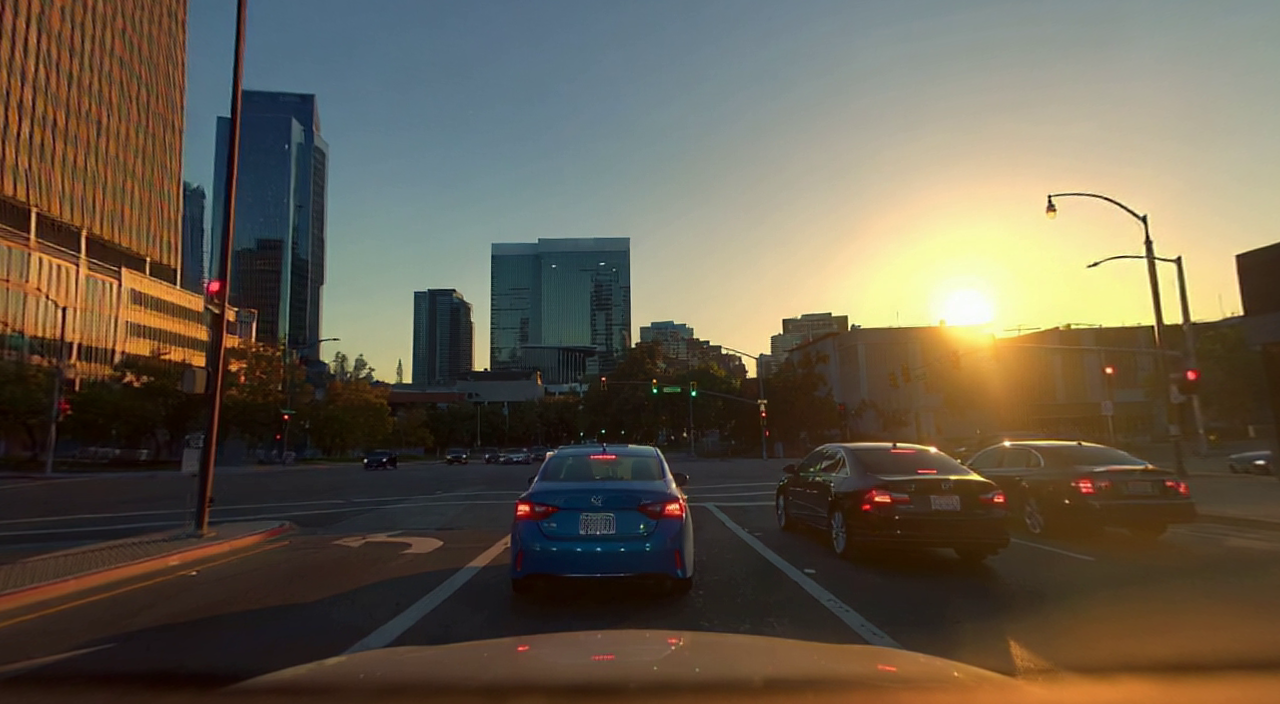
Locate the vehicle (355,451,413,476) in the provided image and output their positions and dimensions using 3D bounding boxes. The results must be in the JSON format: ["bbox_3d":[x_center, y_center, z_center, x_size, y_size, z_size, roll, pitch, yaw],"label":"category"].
[{"bbox_3d":[-16.900,7.362,41.910,2.048,1.463,4.530,0,-8,-1],"label":"vehicle"}]

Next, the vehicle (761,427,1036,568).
[{"bbox_3d":[3.218,1.889,8.973,2.042,1.508,4.109,0,-8,-2],"label":"vehicle"}]

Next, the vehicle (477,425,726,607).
[{"bbox_3d":[-0.365,1.655,7.291,2.059,1.477,3.988,0,-8,-1],"label":"vehicle"}]

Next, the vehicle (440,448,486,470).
[{"bbox_3d":[-13.054,7.903,46.734,2.049,1.483,4.407,0,-8,0],"label":"vehicle"}]

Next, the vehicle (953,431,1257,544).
[{"bbox_3d":[7.448,2.166,10.790,1.908,1.517,4.182,0,-8,-1],"label":"vehicle"}]
